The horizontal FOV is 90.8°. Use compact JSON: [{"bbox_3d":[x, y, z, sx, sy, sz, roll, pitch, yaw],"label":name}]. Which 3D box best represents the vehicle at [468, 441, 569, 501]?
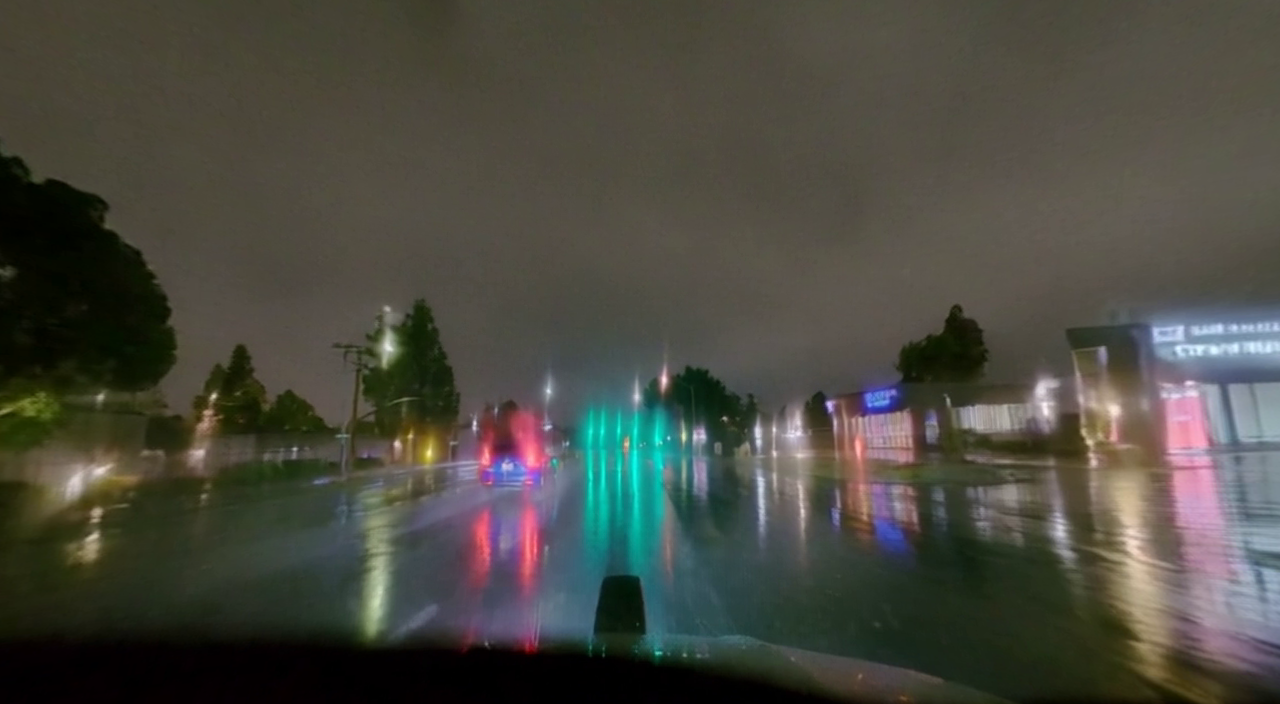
[{"bbox_3d":[-3.306,3.310,18.061,2.005,1.477,4.169,-1,-8,1],"label":"vehicle"}]
